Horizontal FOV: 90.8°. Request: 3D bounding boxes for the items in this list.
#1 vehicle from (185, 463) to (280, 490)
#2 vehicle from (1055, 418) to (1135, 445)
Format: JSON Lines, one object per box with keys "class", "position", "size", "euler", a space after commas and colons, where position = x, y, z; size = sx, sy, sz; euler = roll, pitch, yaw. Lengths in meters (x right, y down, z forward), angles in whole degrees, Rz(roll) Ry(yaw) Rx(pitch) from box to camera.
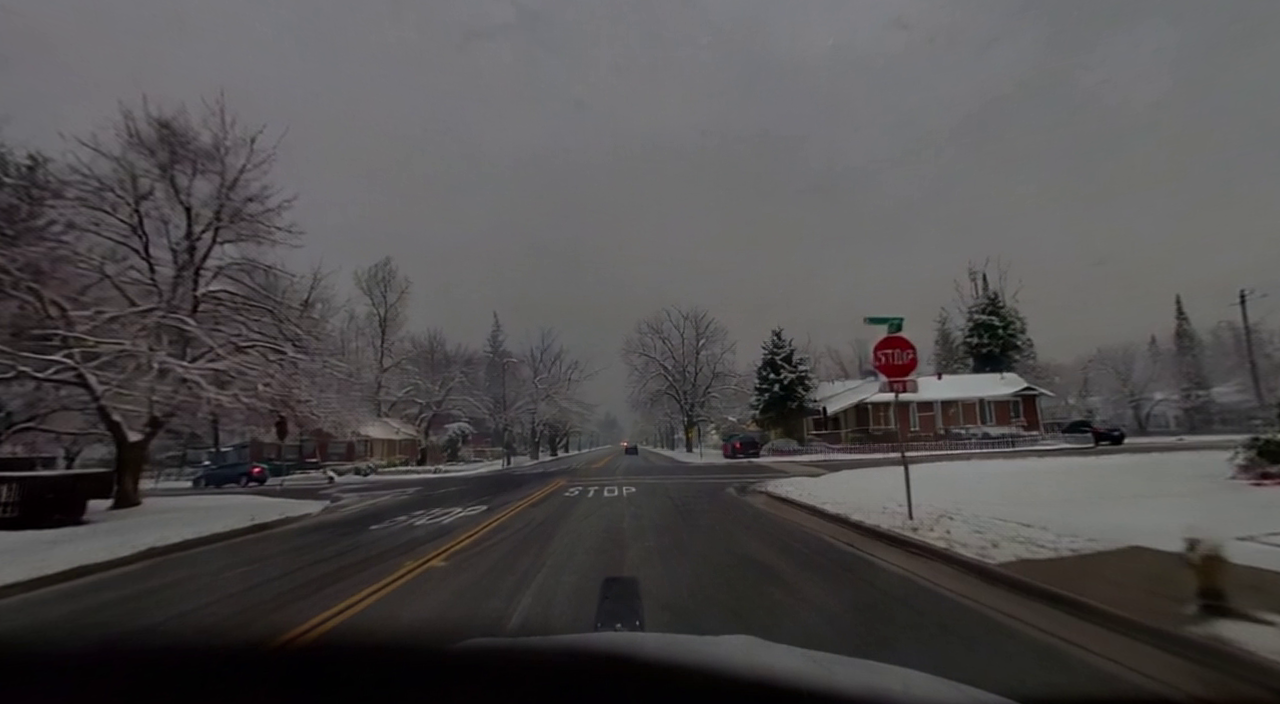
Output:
{"class": "vehicle", "position": [-24.329, 7.432, 37.832], "size": [4.380, 1.462, 1.864], "euler": [0, -9, -1]}
{"class": "vehicle", "position": [29.207, 5.155, 40.753], "size": [1.846, 1.452, 4.499], "euler": [-1, -11, 1]}
